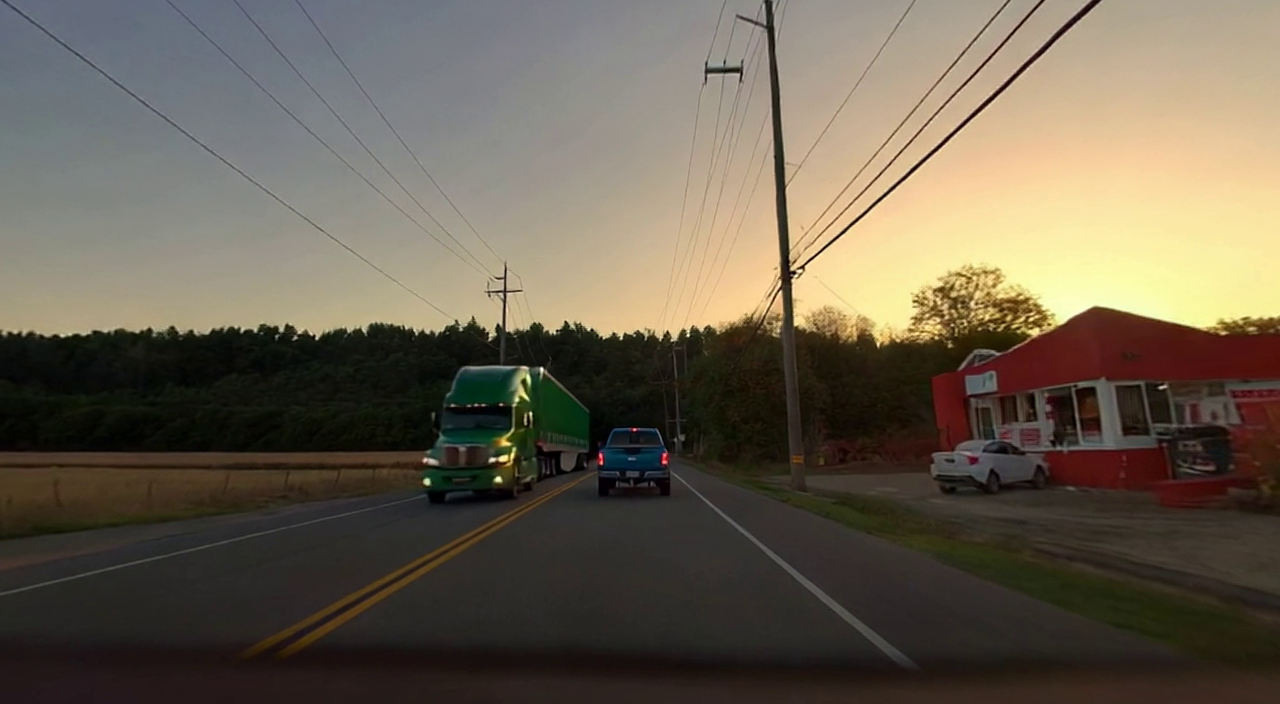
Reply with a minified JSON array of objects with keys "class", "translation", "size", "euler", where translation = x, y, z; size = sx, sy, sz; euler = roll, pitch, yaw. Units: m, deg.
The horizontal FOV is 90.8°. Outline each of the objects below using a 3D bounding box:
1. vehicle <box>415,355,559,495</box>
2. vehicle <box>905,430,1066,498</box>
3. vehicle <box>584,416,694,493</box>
[{"class":"vehicle","translation":[-4.844,2.630,21.998],"size":[3.063,3.986,7.883],"euler":[0,-8,-1]},{"class":"vehicle","translation":[10.632,3.339,19.296],"size":[5.304,1.754,2.340],"euler":[7,-11,-39]},{"class":"vehicle","translation":[-0.076,3.283,20.553],"size":[2.921,2.031,7.416],"euler":[0,-8,-1]}]
